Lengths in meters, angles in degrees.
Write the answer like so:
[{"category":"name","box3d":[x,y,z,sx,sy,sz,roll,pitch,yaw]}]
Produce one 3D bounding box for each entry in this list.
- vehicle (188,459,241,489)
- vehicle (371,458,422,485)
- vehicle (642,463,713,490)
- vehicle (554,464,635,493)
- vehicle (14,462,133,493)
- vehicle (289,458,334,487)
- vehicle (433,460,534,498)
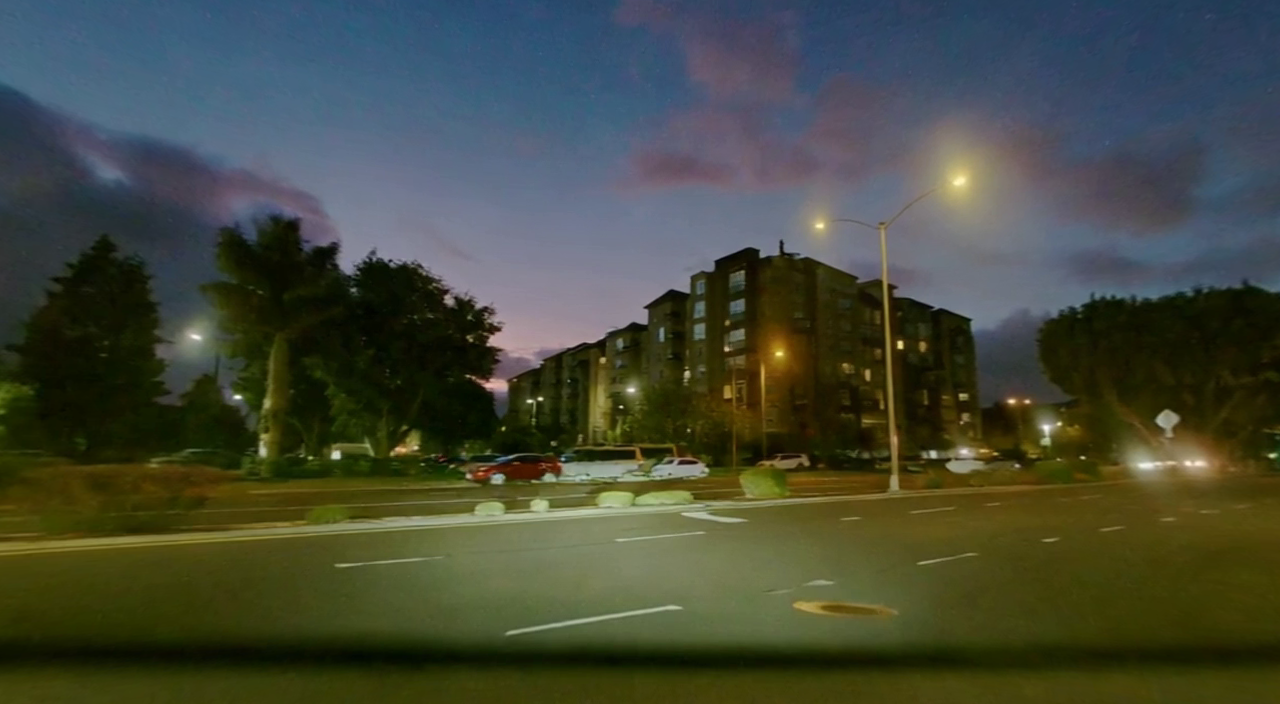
[{"category":"vehicle","box3d":[-26.909,7.695,39.937,2.077,1.576,4.446,1,-8,-25]},{"category":"vehicle","box3d":[-14.927,7.252,38.533,1.886,1.464,4.020,6,-11,-35]},{"category":"vehicle","box3d":[2.430,7.947,40.353,4.384,1.496,1.816,6,-11,-37]},{"category":"vehicle","box3d":[-2.493,7.117,35.561,1.933,1.479,4.718,-10,-14,36]},{"category":"vehicle","box3d":[-29.684,6.578,33.082,4.302,1.469,1.872,0,-9,-3]},{"category":"vehicle","box3d":[-18.924,6.904,36.189,1.908,1.485,3.975,5,-10,-31]},{"category":"vehicle","box3d":[-8.083,6.546,32.765,4.706,1.739,1.858,6,-11,-36]}]
